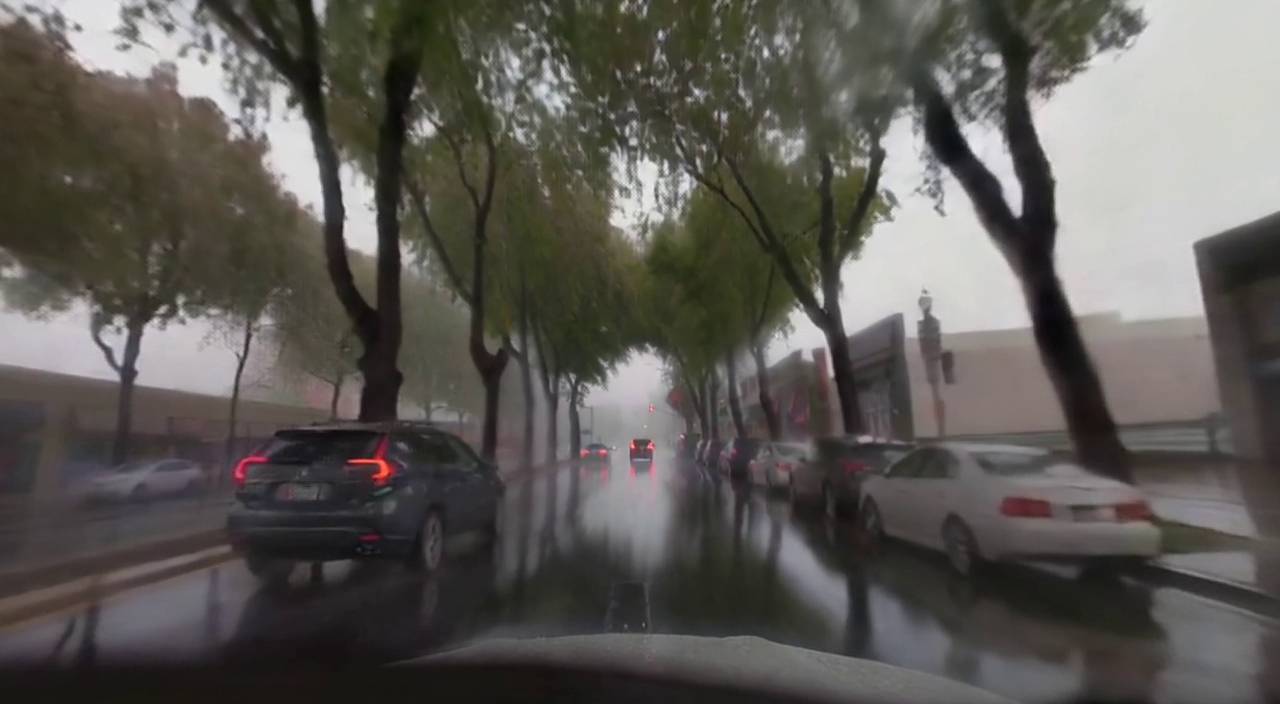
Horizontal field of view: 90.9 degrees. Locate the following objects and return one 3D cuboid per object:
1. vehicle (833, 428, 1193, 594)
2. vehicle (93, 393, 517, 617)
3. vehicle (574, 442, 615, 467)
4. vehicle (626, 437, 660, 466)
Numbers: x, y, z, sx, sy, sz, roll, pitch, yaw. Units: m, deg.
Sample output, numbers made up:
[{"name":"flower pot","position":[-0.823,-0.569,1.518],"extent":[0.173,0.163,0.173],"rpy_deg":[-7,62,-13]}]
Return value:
[{"name":"vehicle","position":[4.113,1.788,8.003],"extent":[1.887,1.517,4.257],"rpy_deg":[0,-8,-1]},{"name":"vehicle","position":[-3.057,1.520,7.293],"extent":[2.186,1.708,4.746],"rpy_deg":[0,-8,1]},{"name":"vehicle","position":[-2.833,6.490,40.043],"extent":[2.151,1.484,4.468],"rpy_deg":[0,-8,2]},{"name":"vehicle","position":[0.206,6.460,40.993],"extent":[2.075,1.770,4.018],"rpy_deg":[0,-8,0]}]
